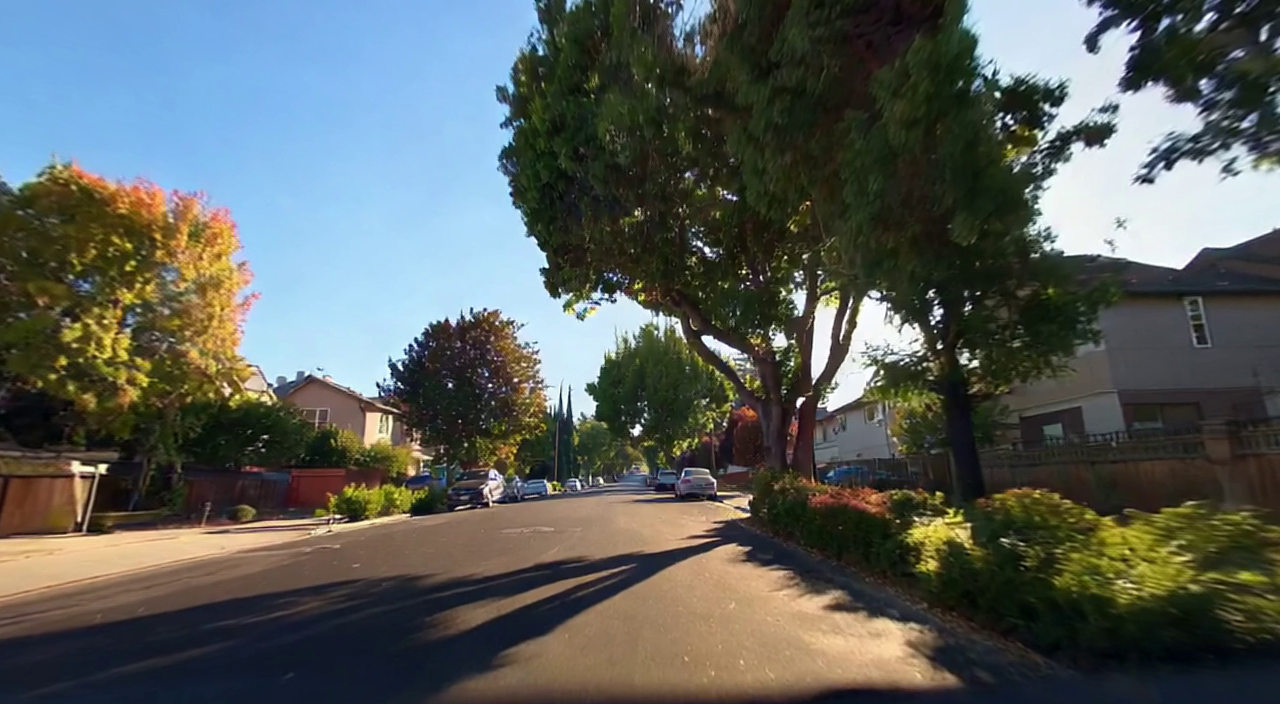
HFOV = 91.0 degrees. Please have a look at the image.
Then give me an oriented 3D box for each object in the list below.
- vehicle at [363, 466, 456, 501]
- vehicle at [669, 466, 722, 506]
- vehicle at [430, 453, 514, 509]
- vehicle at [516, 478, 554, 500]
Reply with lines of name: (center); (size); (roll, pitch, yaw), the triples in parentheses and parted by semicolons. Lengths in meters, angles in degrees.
vehicle: (-14.265, 8.166, 39.227); (4.891, 2.023, 2.200); (0, -8, 1)
vehicle: (2.611, 6.458, 30.736); (2.050, 1.598, 4.590); (0, -8, -2)
vehicle: (-7.474, 6.001, 28.752); (2.408, 2.201, 5.646); (-1, -14, -2)
vehicle: (-7.781, 10.295, 47.028); (2.071, 1.481, 4.425); (0, -13, 0)
